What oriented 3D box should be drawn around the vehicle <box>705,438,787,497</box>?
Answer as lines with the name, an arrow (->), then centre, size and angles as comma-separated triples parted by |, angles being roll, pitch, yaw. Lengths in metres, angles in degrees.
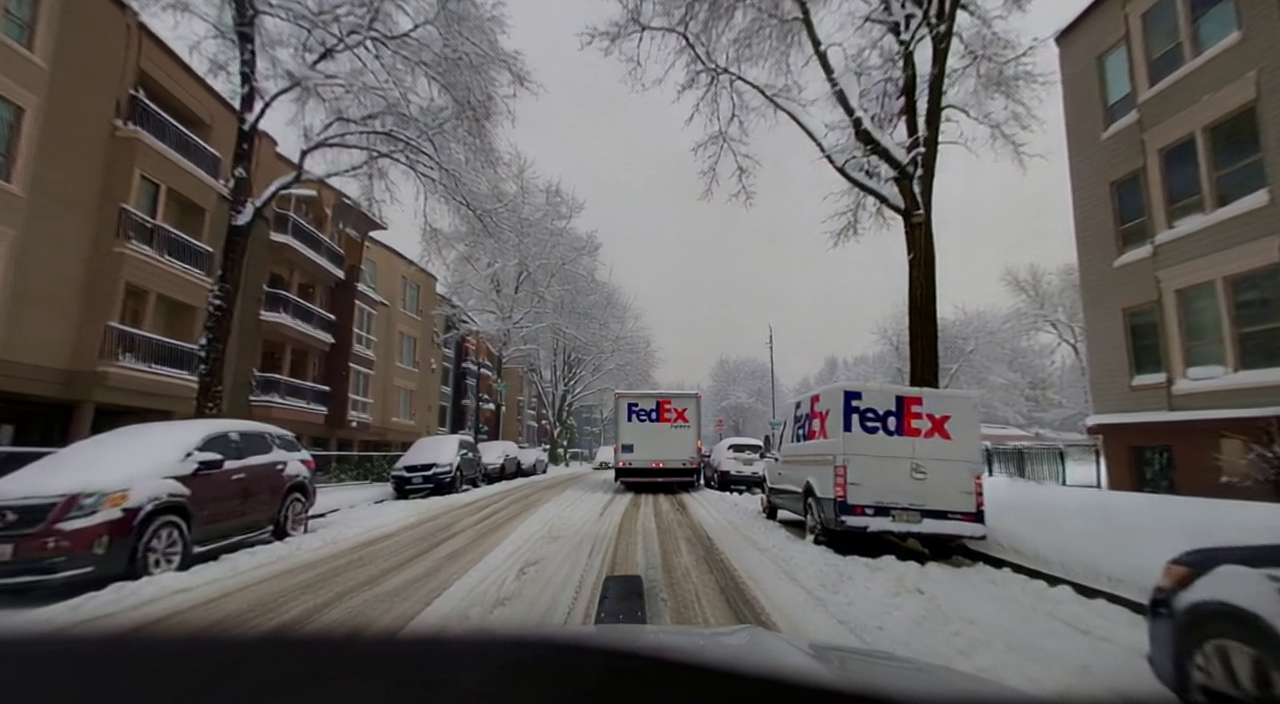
vehicle -> 3.195, 3.550, 19.809 | 1.868, 1.623, 3.815 | 0, -8, 0

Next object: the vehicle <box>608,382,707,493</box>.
vehicle -> 0.412, 3.143, 22.941 | 2.930, 3.275, 8.180 | 0, -8, -1

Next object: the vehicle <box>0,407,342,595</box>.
vehicle -> -5.963, 1.729, 8.187 | 2.089, 1.757, 4.256 | 0, -8, 0

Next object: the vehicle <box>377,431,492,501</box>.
vehicle -> -6.077, 3.413, 19.381 | 2.020, 1.867, 4.654 | 0, -8, -1

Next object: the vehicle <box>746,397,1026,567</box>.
vehicle -> 3.378, 1.939, 10.309 | 2.221, 1.991, 5.564 | 0, -8, -1

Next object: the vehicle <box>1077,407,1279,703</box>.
vehicle -> 3.384, 0.795, 1.261 | 1.877, 1.500, 4.407 | 0, -8, 0

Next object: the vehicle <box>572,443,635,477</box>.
vehicle -> -1.676, 5.137, 30.405 | 1.981, 1.500, 3.992 | -2, -9, 13
